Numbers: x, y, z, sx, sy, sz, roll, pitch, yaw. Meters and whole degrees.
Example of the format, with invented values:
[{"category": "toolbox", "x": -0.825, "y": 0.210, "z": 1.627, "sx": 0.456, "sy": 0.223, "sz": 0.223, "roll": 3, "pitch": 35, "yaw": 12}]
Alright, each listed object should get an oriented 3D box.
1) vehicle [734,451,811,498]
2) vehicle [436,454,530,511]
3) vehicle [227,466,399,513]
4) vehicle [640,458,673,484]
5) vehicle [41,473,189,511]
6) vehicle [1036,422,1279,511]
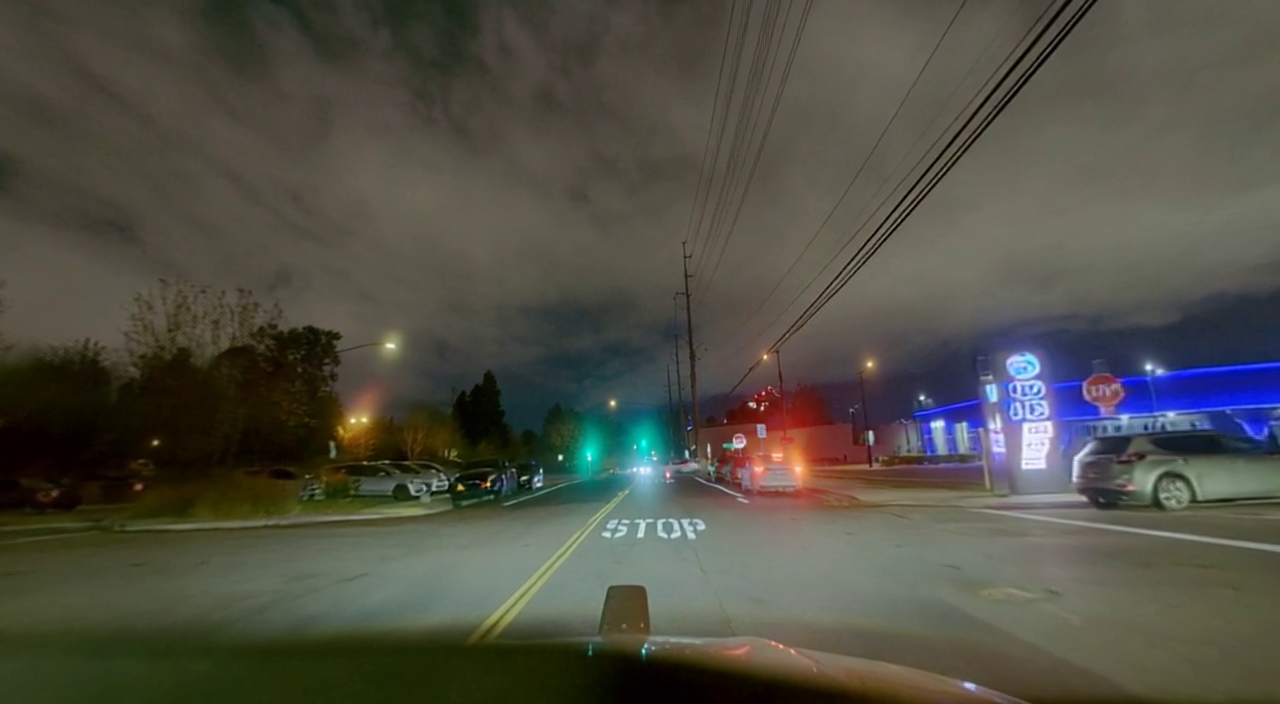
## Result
[{"category": "vehicle", "x": 4.502, "y": 4.209, "z": 22.037, "sx": 1.840, "sy": 1.452, "sz": 4.517, "roll": 0, "pitch": -9, "yaw": 2}, {"category": "vehicle", "x": -5.529, "y": 4.624, "z": 22.956, "sx": 2.146, "sy": 1.775, "sz": 5.117, "roll": 0, "pitch": -9, "yaw": -1}, {"category": "vehicle", "x": -11.474, "y": 4.840, "z": 22.413, "sx": 4.968, "sy": 1.493, "sz": 1.961, "roll": 0, "pitch": -9, "yaw": -2}, {"category": "vehicle", "x": 1.070, "y": 7.623, "z": 40.558, "sx": 2.033, "sy": 1.464, "sz": 4.645, "roll": 0, "pitch": -9, "yaw": 2}, {"category": "vehicle", "x": -22.883, "y": 6.099, "z": 27.610, "sx": 4.660, "sy": 1.488, "sz": 1.930, "roll": 0, "pitch": -9, "yaw": -2}, {"category": "vehicle", "x": 11.622, "y": 2.381, "z": 13.255, "sx": 5.255, "sy": 1.688, "sz": 1.994, "roll": 1, "pitch": -9, "yaw": -3}]
